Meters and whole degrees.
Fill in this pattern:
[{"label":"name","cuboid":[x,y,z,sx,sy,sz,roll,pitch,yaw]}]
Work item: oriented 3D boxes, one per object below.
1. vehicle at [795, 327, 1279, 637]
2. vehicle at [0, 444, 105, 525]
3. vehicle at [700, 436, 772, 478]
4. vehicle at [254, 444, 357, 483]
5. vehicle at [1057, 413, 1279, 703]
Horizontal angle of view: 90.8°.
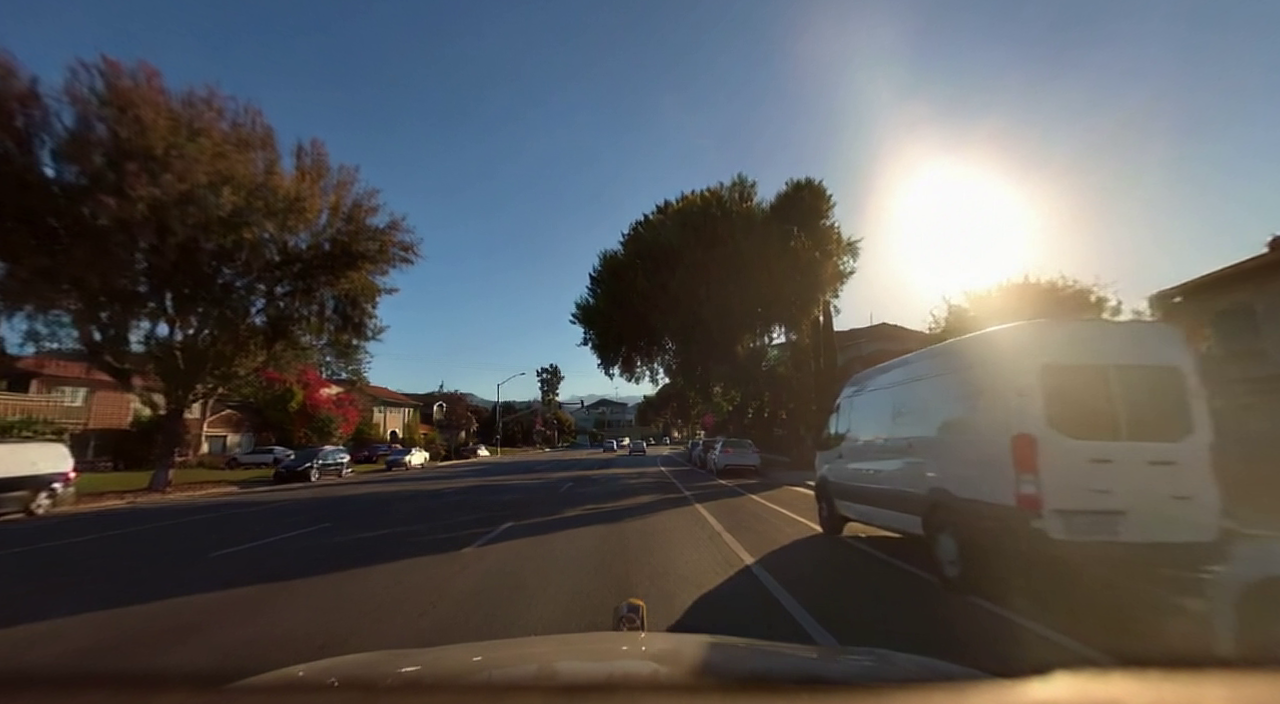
[{"label":"vehicle","cuboid":[3.741,1.287,7.221,2.521,2.168,5.478,0,-8,0]},{"label":"vehicle","cuboid":[-14.128,2.689,12.766,2.045,1.636,5.214,0,-8,1]},{"label":"vehicle","cuboid":[3.643,4.074,24.747,1.956,1.468,4.524,0,-8,-2]},{"label":"vehicle","cuboid":[-14.448,4.792,27.671,1.923,1.535,4.862,0,-8,-1]},{"label":"vehicle","cuboid":[3.872,0.870,1.871,1.994,1.450,4.662,0,-8,-2]}]
